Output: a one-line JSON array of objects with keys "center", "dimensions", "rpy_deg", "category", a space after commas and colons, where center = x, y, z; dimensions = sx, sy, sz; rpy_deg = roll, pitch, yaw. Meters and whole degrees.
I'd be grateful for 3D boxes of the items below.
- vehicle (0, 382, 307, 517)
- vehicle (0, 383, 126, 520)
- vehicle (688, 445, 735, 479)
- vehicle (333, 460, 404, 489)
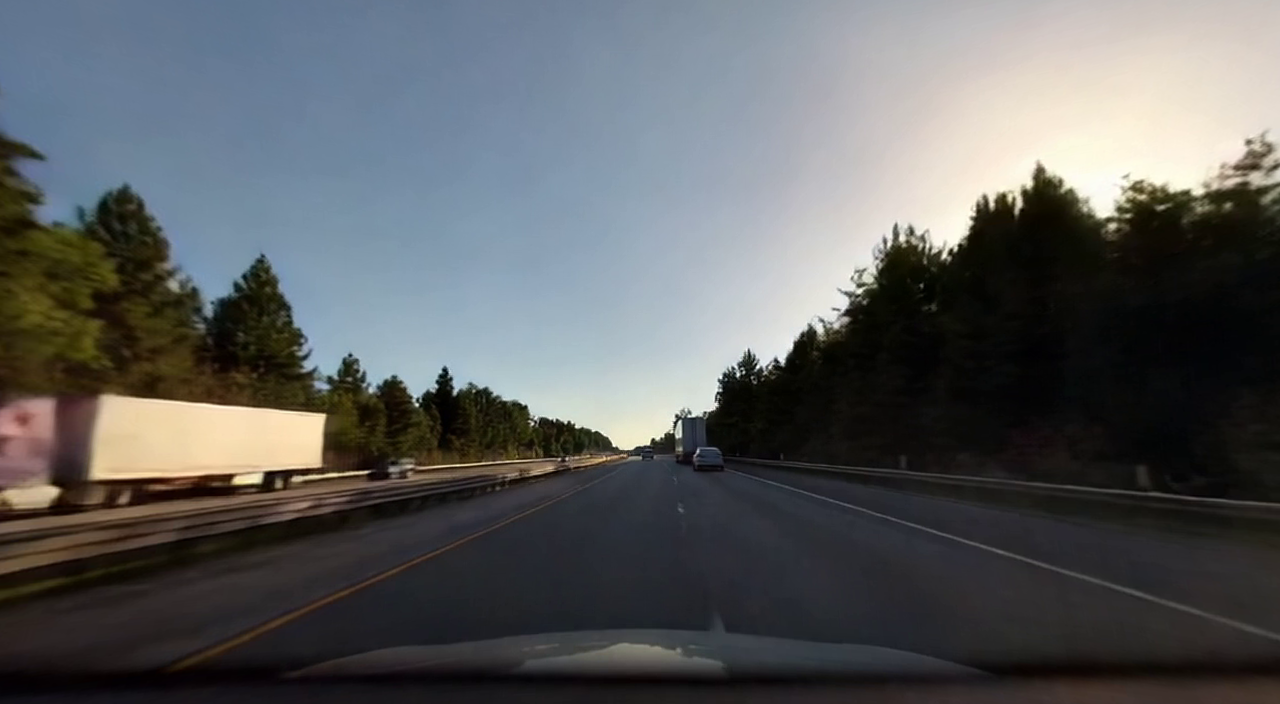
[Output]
[{"center": [-19.659, 4.000, 26.001], "dimensions": [3.532, 3.991, 14.550], "rpy_deg": [0, -9, 2], "category": "vehicle"}, {"center": [-19.844, 3.021, 19.148], "dimensions": [3.014, 3.887, 5.930], "rpy_deg": [0, -9, 2], "category": "vehicle"}, {"center": [3.713, 5.775, 33.405], "dimensions": [2.096, 1.653, 4.185], "rpy_deg": [0, -9, 1], "category": "vehicle"}, {"center": [-15.268, 6.895, 35.696], "dimensions": [1.858, 1.474, 4.390], "rpy_deg": [0, -9, 2], "category": "vehicle"}]
